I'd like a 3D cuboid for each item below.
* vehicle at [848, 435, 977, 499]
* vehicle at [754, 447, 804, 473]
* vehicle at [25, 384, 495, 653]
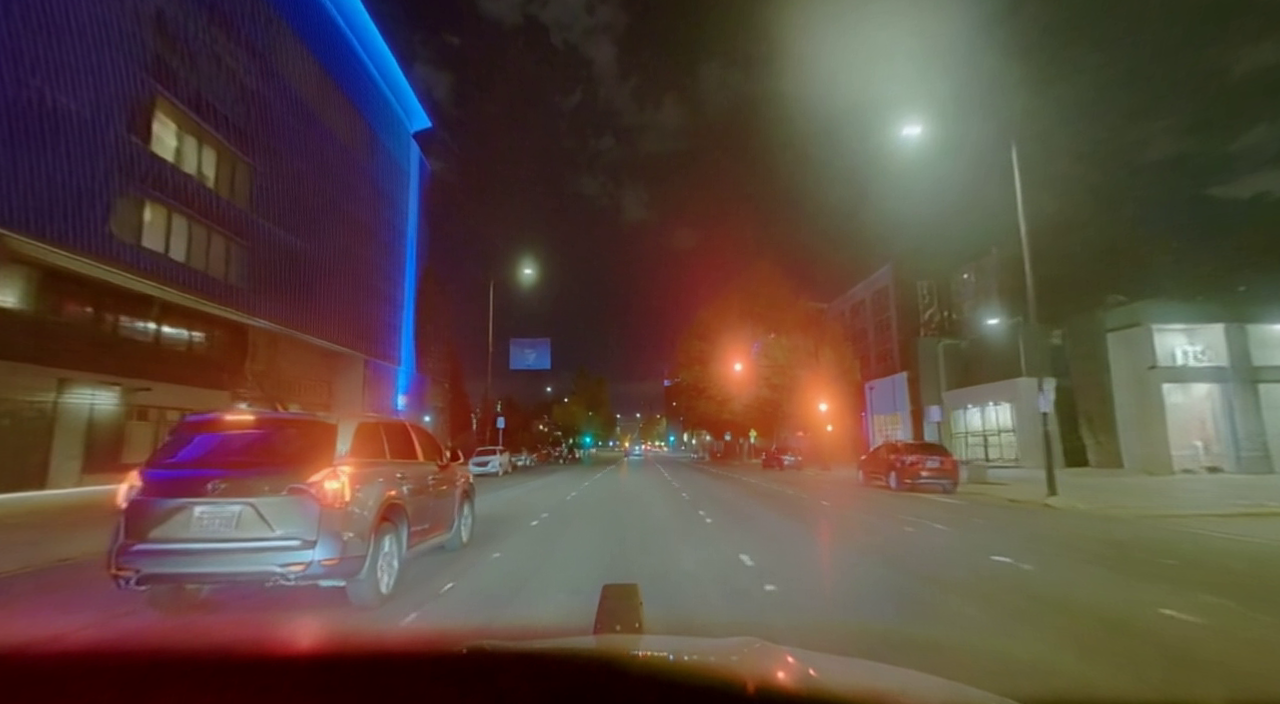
[{"bbox_3d":[9.253,3.925,22.130,2.129,1.929,5.537,0,-8,1],"label":"vehicle"},{"bbox_3d":[8.722,6.772,39.984,1.954,1.478,4.625,0,-8,-2],"label":"vehicle"},{"bbox_3d":[-3.010,1.404,6.411,2.002,1.756,4.366,0,-8,1],"label":"vehicle"}]
